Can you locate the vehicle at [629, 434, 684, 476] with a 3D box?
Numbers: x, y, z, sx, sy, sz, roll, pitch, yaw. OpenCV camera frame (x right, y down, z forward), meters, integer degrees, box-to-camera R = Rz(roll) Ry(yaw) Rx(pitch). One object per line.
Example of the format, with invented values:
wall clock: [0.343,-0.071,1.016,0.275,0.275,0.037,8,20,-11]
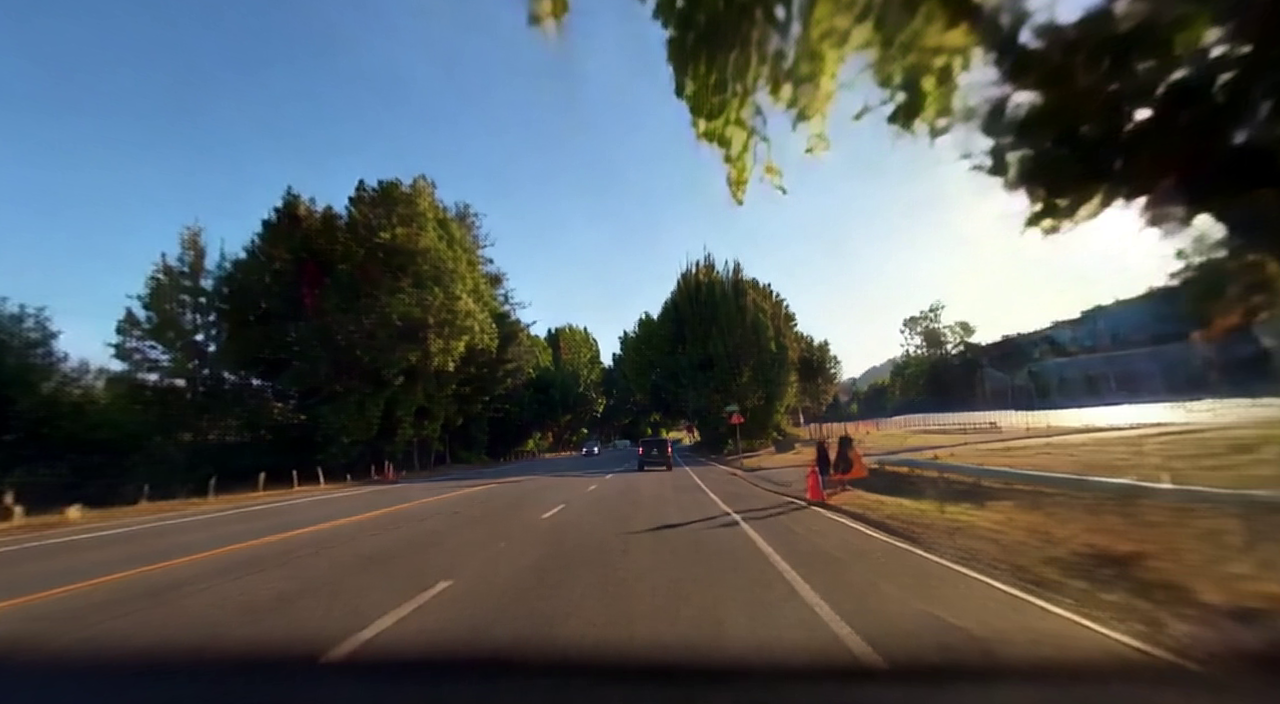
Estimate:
vehicle: [0.737,4.622,28.585,2.294,1.708,4.110,0,-8,2]
